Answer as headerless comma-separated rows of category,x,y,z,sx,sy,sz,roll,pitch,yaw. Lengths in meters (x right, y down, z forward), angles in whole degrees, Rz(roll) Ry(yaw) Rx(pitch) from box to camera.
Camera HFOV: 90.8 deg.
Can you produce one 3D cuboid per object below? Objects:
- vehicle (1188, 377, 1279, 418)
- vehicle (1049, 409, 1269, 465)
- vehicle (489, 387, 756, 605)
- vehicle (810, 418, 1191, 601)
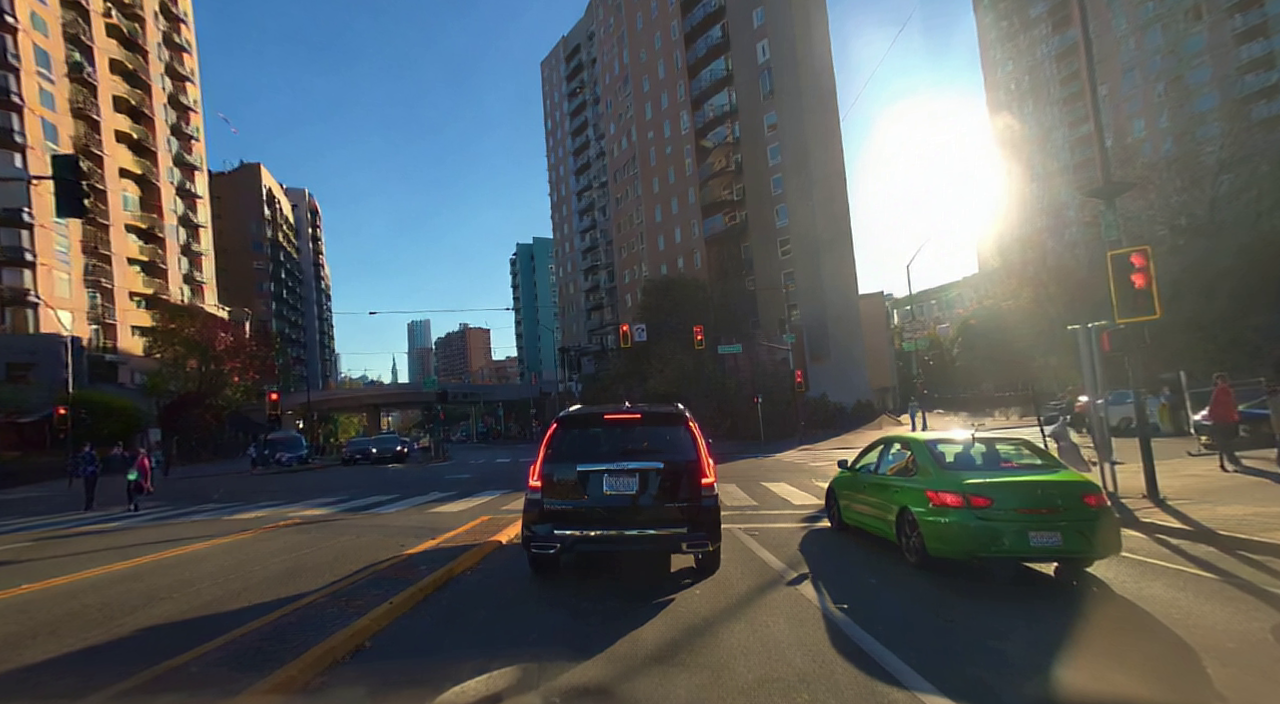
vehicle,26.590,1.984,27.167,4.287,1.639,1.729,0,-8,1
vehicle,14.274,2.382,17.608,4.354,1.466,1.863,-1,-8,2
vehicle,-0.137,1.484,7.318,2.168,1.776,4.135,0,-8,0
vehicle,3.683,1.677,7.694,1.987,1.538,4.510,0,-8,0
